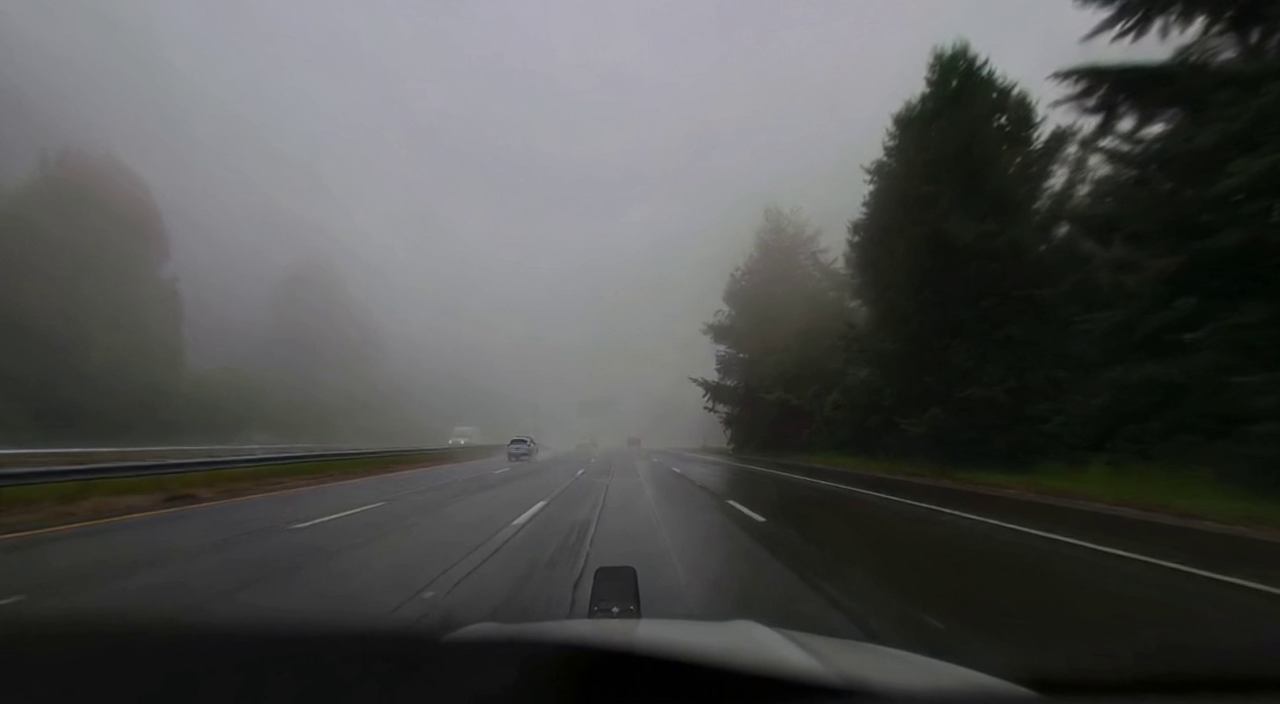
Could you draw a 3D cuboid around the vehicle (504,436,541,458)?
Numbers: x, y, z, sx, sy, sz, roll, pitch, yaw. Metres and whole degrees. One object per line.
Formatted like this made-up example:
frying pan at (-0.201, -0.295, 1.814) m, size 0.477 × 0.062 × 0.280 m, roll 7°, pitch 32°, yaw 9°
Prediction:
vehicle at (-9.103, 7.393, 49.119) m, size 2.381 × 1.553 × 4.244 m, roll 0°, pitch -8°, yaw -4°
